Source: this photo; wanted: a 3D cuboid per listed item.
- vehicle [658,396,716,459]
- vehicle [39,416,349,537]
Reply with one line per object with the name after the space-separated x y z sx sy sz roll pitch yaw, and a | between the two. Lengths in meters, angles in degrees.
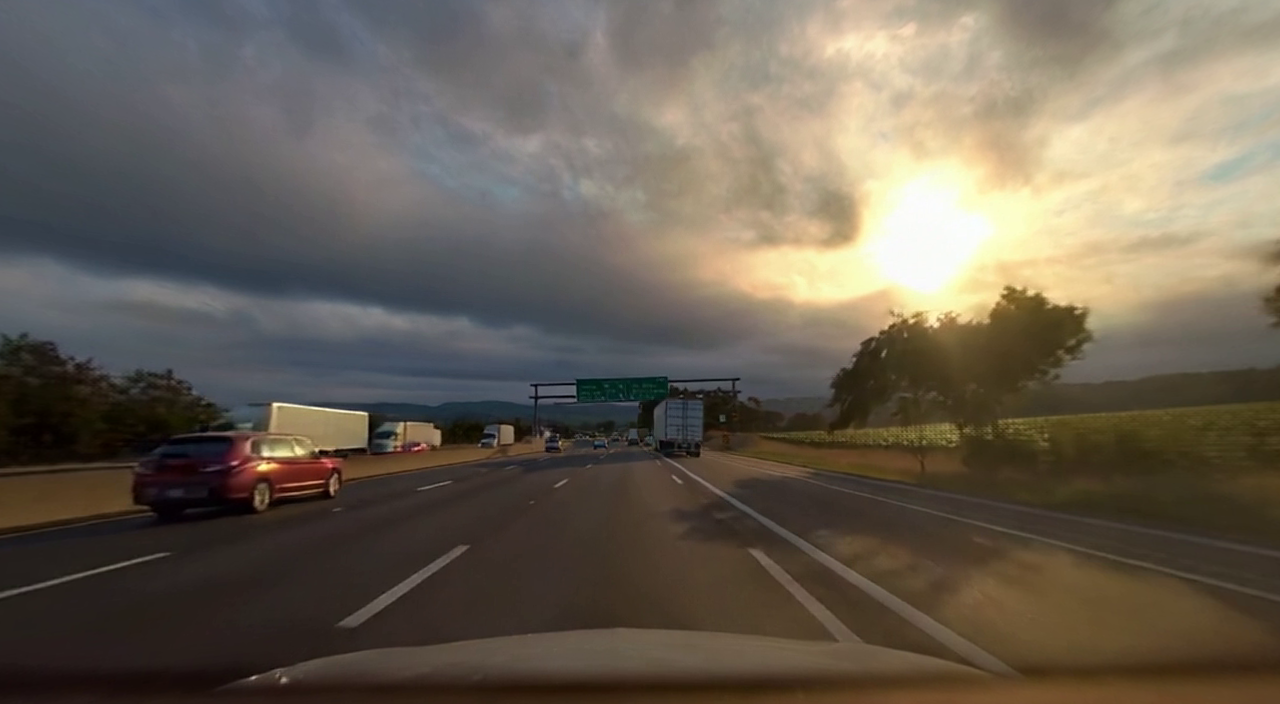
2.964 5.250 43.592 2.760 3.710 12.230 0 -7 -1 | vehicle
-7.224 2.019 11.023 2.076 1.636 4.597 0 -8 0 | vehicle
